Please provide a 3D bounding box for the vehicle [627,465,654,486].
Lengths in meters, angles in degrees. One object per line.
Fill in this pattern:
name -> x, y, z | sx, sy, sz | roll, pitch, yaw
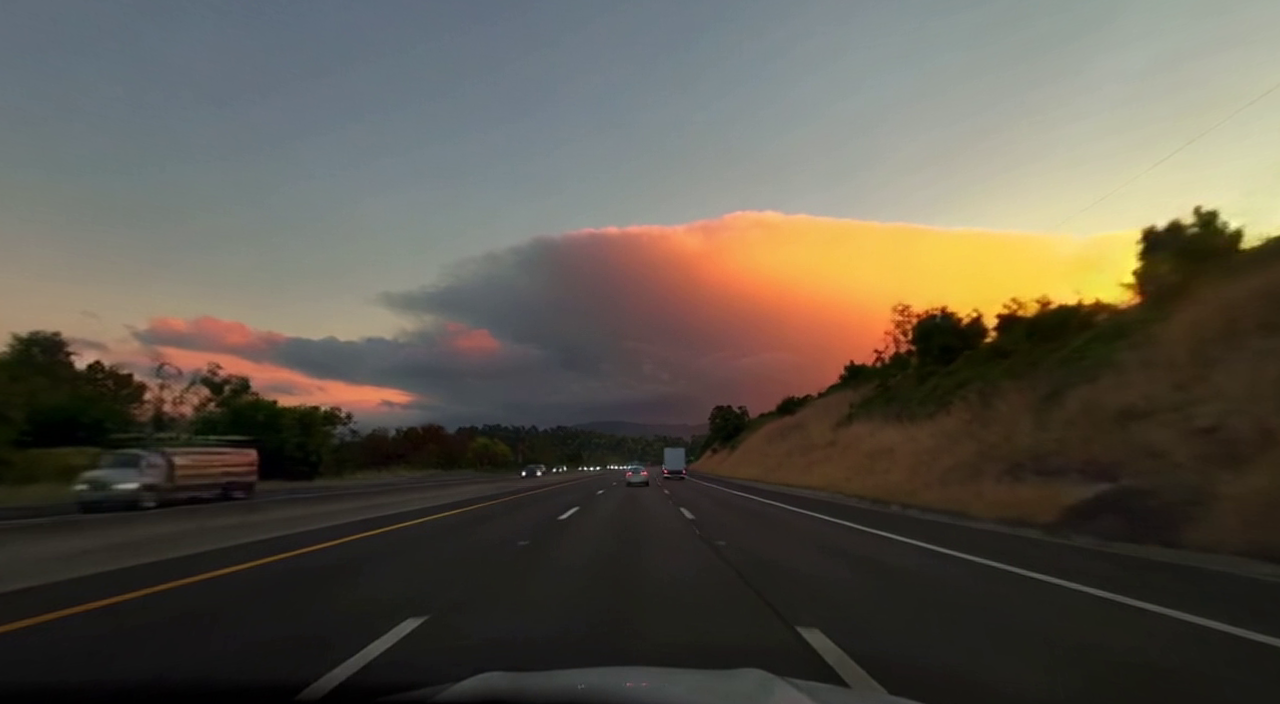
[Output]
vehicle -> 0.028, 9.429, 48.156 | 2.015, 1.478, 3.920 | 1, -10, 0
